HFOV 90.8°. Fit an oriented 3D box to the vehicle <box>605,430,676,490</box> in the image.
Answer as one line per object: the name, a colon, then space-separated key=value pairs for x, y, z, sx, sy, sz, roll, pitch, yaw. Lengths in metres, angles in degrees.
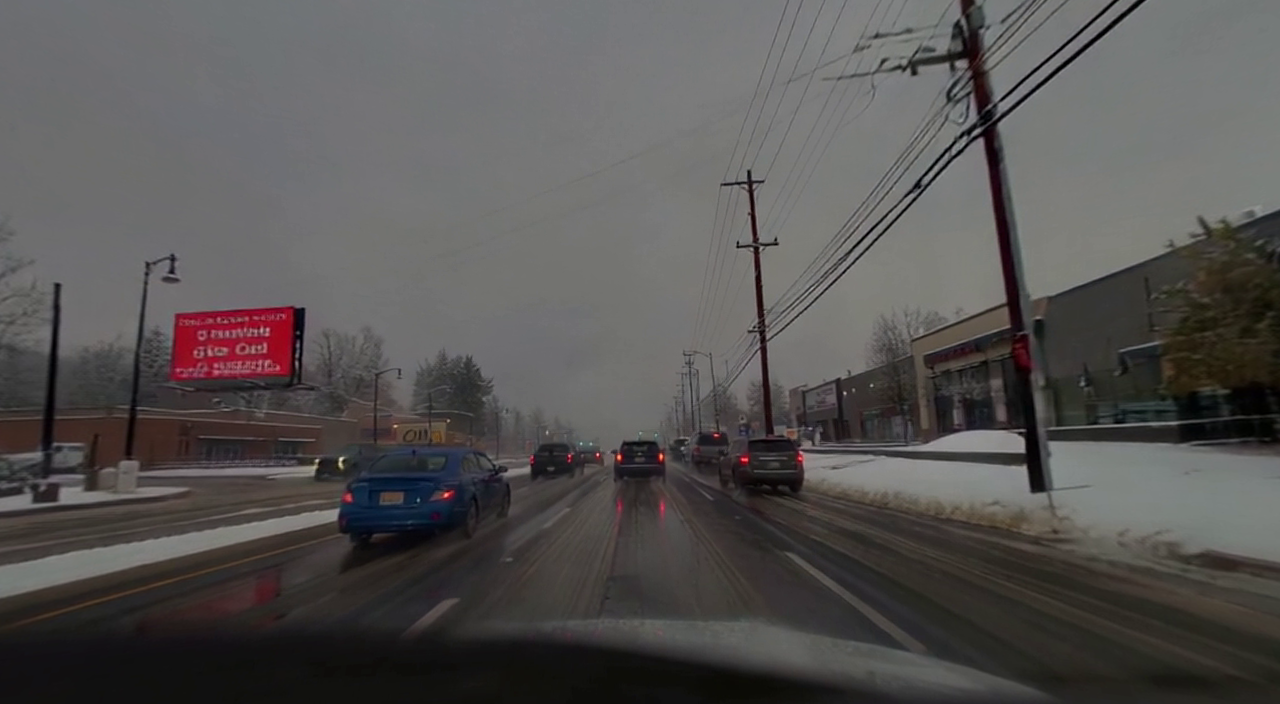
vehicle: x=0.009 y=3.863 z=22.927 sx=2.326 sy=1.925 sz=4.253 roll=0 pitch=-8 yaw=0

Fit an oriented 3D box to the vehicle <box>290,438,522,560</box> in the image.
vehicle: x=-3.351 y=2.168 z=10.192 sx=2.022 sy=1.498 sz=4.471 roll=0 pitch=-8 yaw=0

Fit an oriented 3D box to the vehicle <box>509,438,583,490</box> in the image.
vehicle: x=-3.239 y=3.943 z=22.526 sx=2.051 sy=1.671 sz=3.861 roll=0 pitch=-8 yaw=0

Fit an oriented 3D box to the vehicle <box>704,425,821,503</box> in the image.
vehicle: x=3.297 y=3.154 z=18.226 sx=2.282 sy=1.897 sz=4.915 roll=0 pitch=-8 yaw=-1
